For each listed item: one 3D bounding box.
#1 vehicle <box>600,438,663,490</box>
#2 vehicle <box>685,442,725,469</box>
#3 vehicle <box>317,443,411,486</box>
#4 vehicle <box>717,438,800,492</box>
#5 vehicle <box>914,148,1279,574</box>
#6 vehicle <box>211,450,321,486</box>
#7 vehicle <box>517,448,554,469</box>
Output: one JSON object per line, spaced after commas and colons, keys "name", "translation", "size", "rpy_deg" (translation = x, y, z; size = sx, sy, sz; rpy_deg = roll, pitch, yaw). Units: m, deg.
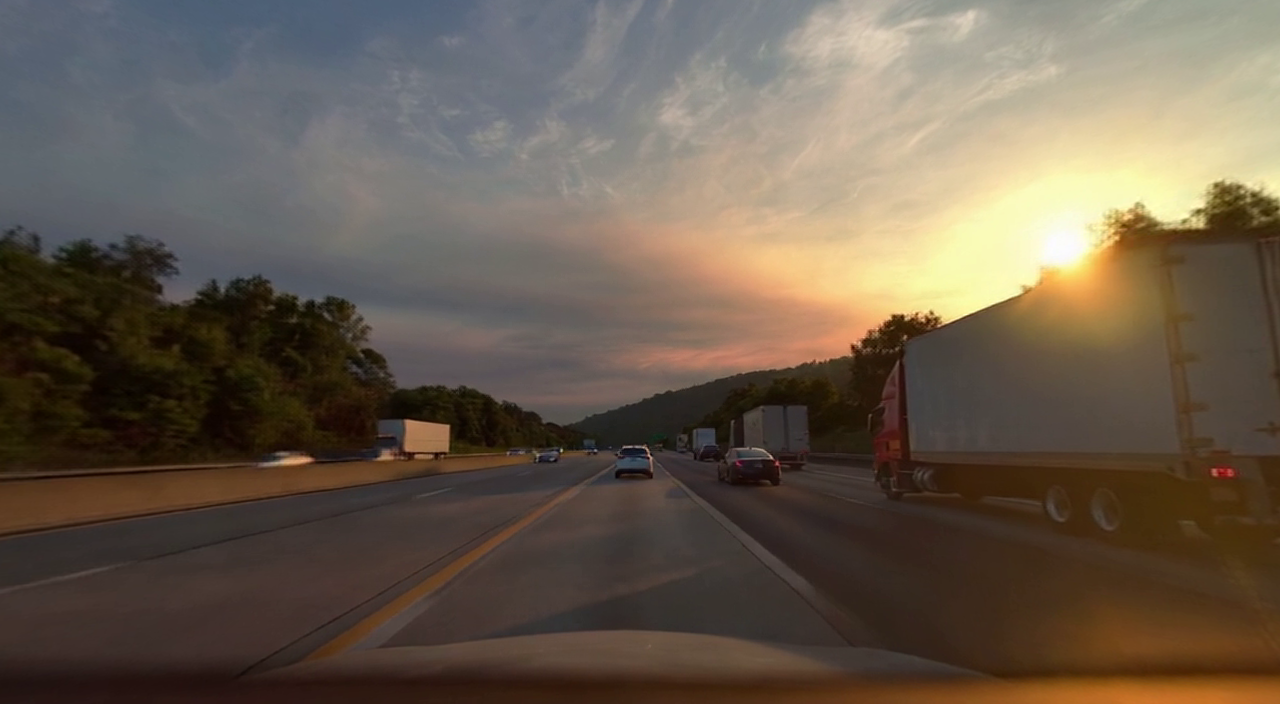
{"name": "vehicle", "translation": [-0.262, 3.835, 21.869], "size": [2.023, 1.618, 3.628], "rpy_deg": [0, -9, 0]}
{"name": "vehicle", "translation": [4.204, 6.818, 41.597], "size": [2.150, 1.632, 4.260], "rpy_deg": [0, -9, 0]}
{"name": "vehicle", "translation": [-11.630, 4.767, 26.949], "size": [2.074, 1.655, 4.124], "rpy_deg": [0, -9, 1]}
{"name": "vehicle", "translation": [3.766, 3.663, 20.744], "size": [1.920, 1.594, 3.867], "rpy_deg": [0, -9, 0]}
{"name": "vehicle", "translation": [7.613, 0.665, 9.810], "size": [2.823, 4.063, 8.485], "rpy_deg": [0, -9, 0]}
{"name": "vehicle", "translation": [-16.362, 5.058, 27.894], "size": [1.932, 1.433, 4.529], "rpy_deg": [-1, -9, 2]}
{"name": "vehicle", "translation": [-7.671, 7.830, 46.610], "size": [2.002, 1.433, 3.694], "rpy_deg": [-1, -9, 3]}
